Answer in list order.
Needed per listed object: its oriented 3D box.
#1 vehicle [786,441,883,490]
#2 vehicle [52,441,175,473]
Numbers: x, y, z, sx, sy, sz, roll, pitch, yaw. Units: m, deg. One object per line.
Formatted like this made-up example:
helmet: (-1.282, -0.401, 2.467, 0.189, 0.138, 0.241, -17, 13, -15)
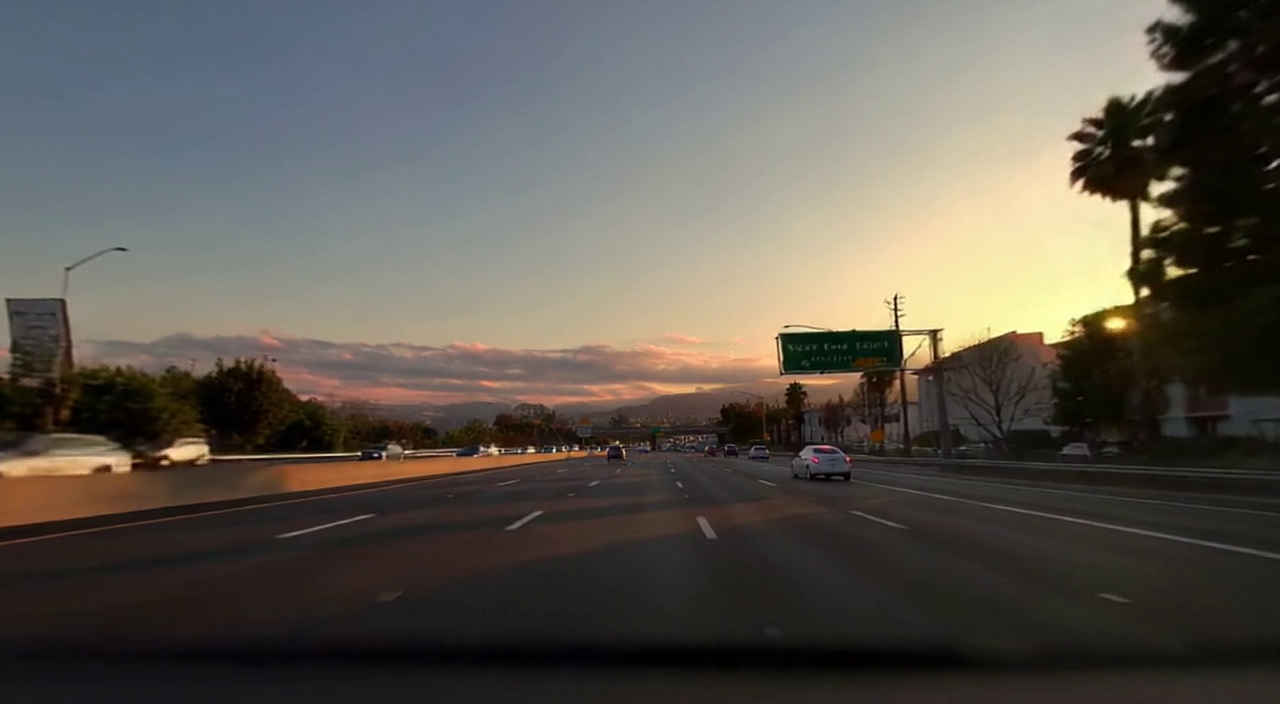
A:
vehicle: (6.861, 4.039, 22.872, 2.071, 1.543, 4.702, 0, -8, 1)
vehicle: (-25.456, 5.068, 30.748, 1.804, 1.447, 4.646, -1, -8, 3)
